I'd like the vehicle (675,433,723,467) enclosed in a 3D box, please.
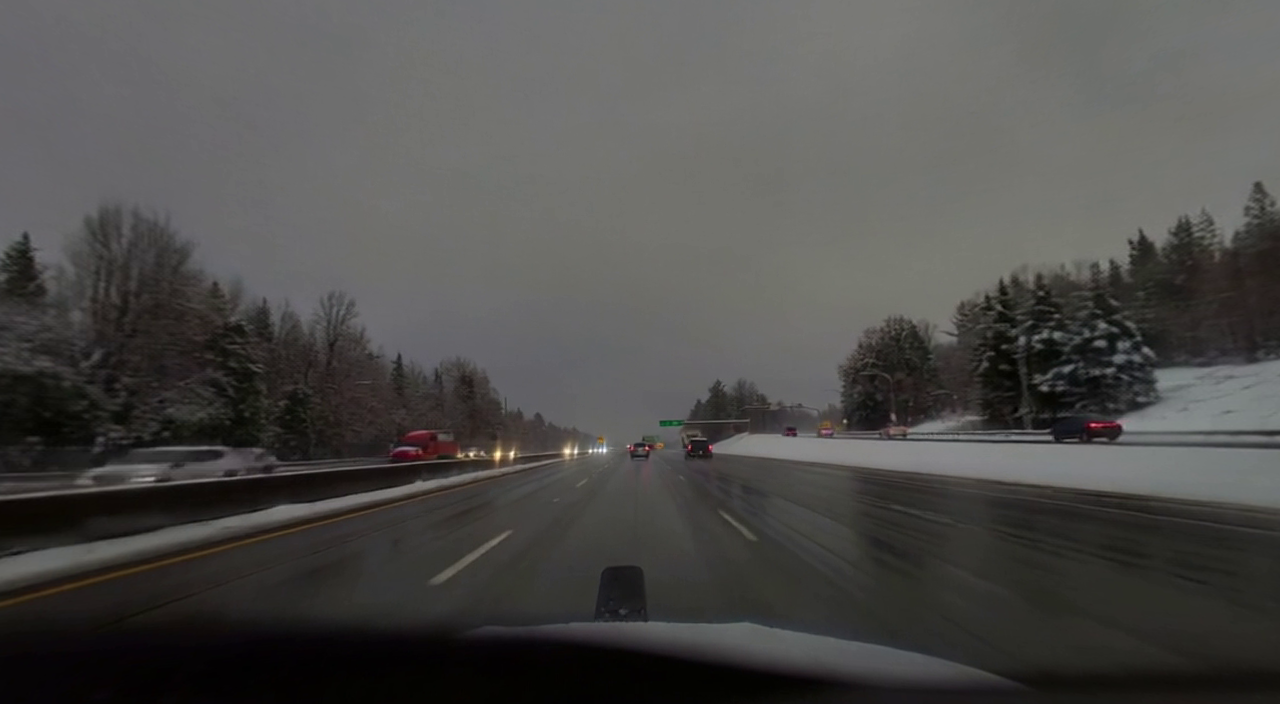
[{"bbox_3d":[3.778,6.445,41.590,2.505,2.020,5.532,0,-8,-1],"label":"vehicle"}]

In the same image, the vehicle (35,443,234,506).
[{"bbox_3d":[-15.165,3.652,19.415,2.047,1.671,4.892,0,-8,0],"label":"vehicle"}]

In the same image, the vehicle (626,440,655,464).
[{"bbox_3d":[0.069,7.643,48.402,2.105,1.711,4.293,0,-8,1],"label":"vehicle"}]

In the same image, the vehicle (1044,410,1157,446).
[{"bbox_3d":[20.596,3.492,28.480,1.872,1.459,4.502,-1,-8,3],"label":"vehicle"}]
